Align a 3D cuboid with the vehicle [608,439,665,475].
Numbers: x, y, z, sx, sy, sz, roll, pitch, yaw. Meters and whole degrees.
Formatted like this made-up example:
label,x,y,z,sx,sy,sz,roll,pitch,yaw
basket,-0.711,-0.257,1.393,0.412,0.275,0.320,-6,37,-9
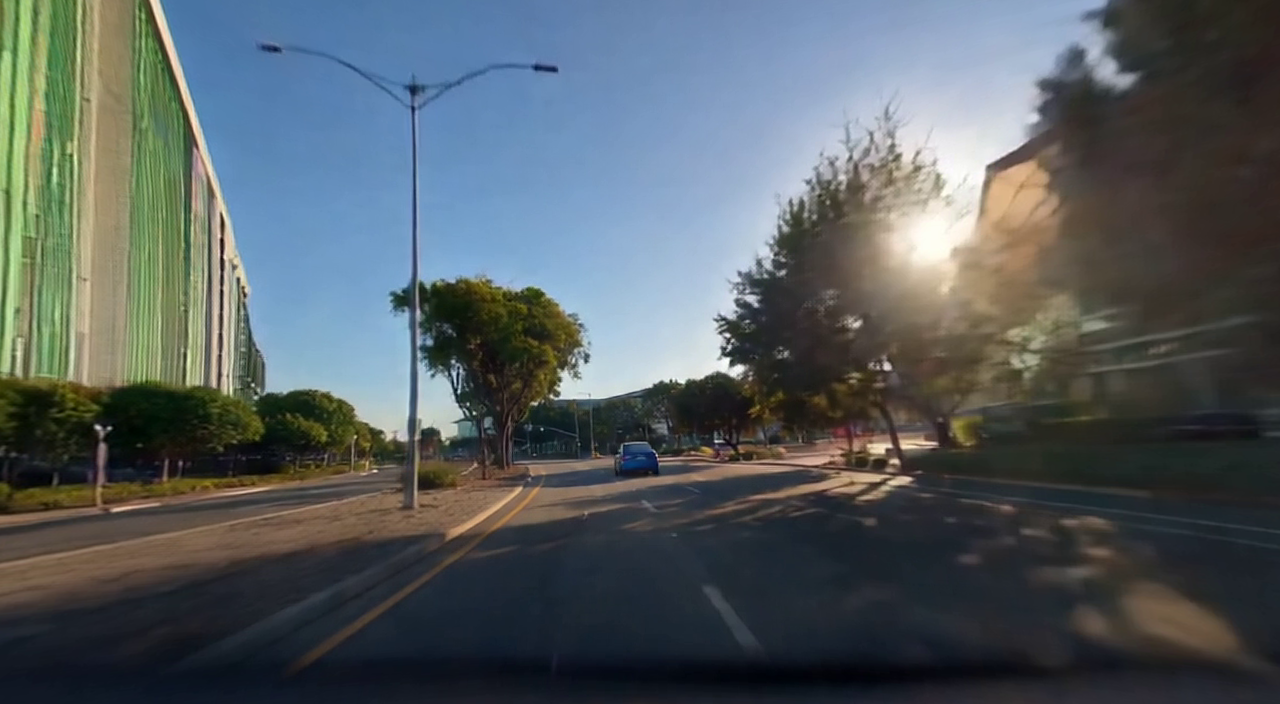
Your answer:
label,x,y,z,sx,sy,sz,roll,pitch,yaw
vehicle,-0.255,5.300,32.187,2.165,1.633,4.381,1,-8,-10
